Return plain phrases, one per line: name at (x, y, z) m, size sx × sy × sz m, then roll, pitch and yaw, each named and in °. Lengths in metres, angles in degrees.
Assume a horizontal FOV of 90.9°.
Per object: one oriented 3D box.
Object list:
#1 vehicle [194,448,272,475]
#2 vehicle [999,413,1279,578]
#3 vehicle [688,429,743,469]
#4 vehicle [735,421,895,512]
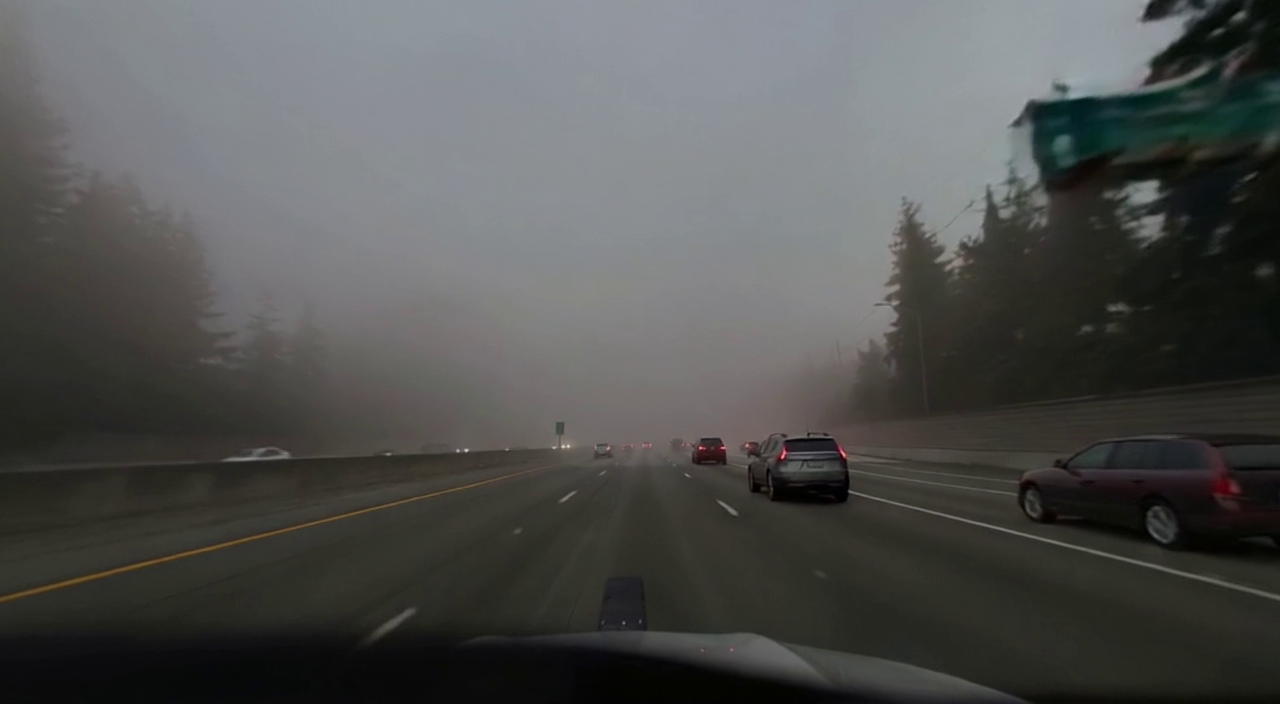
vehicle at (-22.418, 6.031, 34.935) m, size 1.727 × 1.388 × 3.769 m, roll 0°, pitch -8°, yaw 1°
vehicle at (6.979, 1.645, 8.020) m, size 1.988 × 1.518 × 4.856 m, roll 0°, pitch -8°, yaw 0°
vehicle at (4.087, 5.399, 35.340) m, size 2.442 × 2.022 × 5.466 m, roll 0°, pitch -8°, yaw 0°
vehicle at (3.506, 2.396, 13.692) m, size 2.146 × 1.639 × 4.475 m, roll 0°, pitch -8°, yaw 0°
